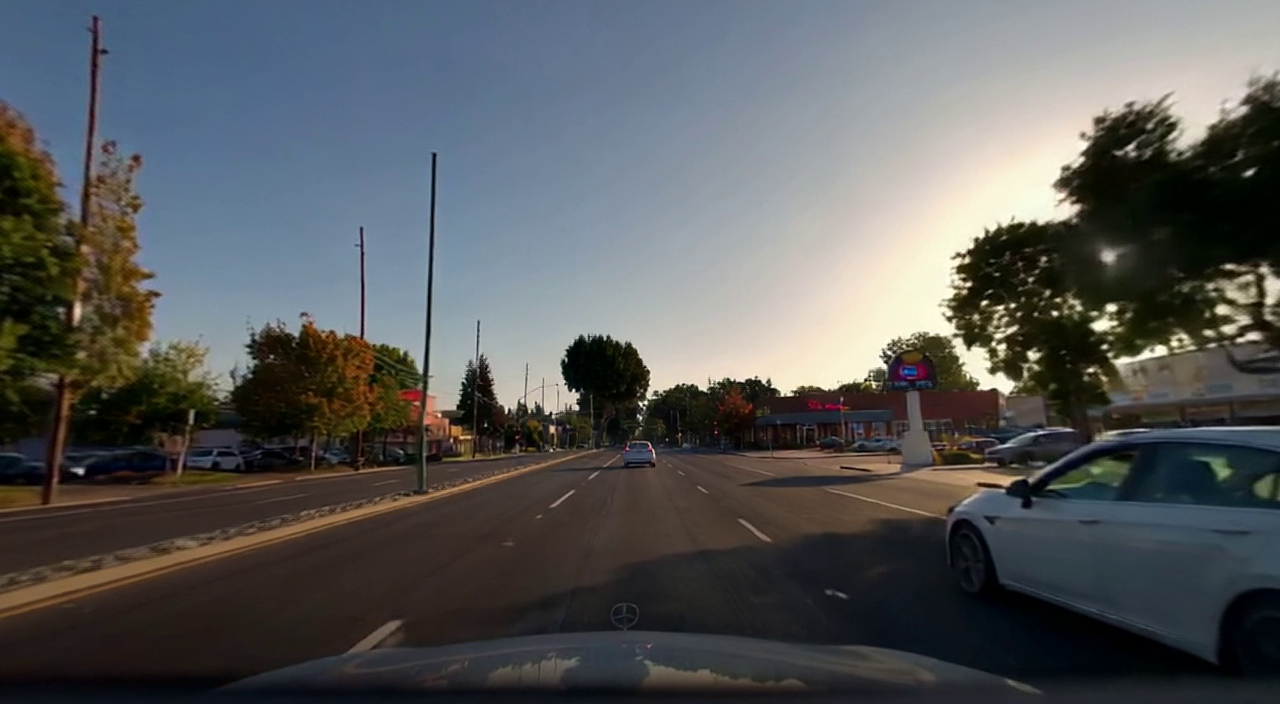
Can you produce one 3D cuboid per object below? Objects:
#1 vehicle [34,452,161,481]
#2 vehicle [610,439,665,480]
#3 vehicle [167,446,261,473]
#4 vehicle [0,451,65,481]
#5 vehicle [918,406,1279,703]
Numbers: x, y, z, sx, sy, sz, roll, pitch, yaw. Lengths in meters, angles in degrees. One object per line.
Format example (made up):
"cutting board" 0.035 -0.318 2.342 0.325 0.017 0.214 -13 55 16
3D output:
"vehicle" -27.512 5.802 32.029 4.644 1.437 1.827 0 -9 -2
"vehicle" -0.127 4.202 24.824 1.998 1.452 3.773 0 -9 -1
"vehicle" -27.264 6.877 40.386 4.519 1.712 1.932 0 -9 0
"vehicle" -32.720 5.847 32.526 1.950 1.466 4.704 1 -9 -6
"vehicle" 3.839 1.129 3.767 2.153 1.456 4.705 0 -9 -1
